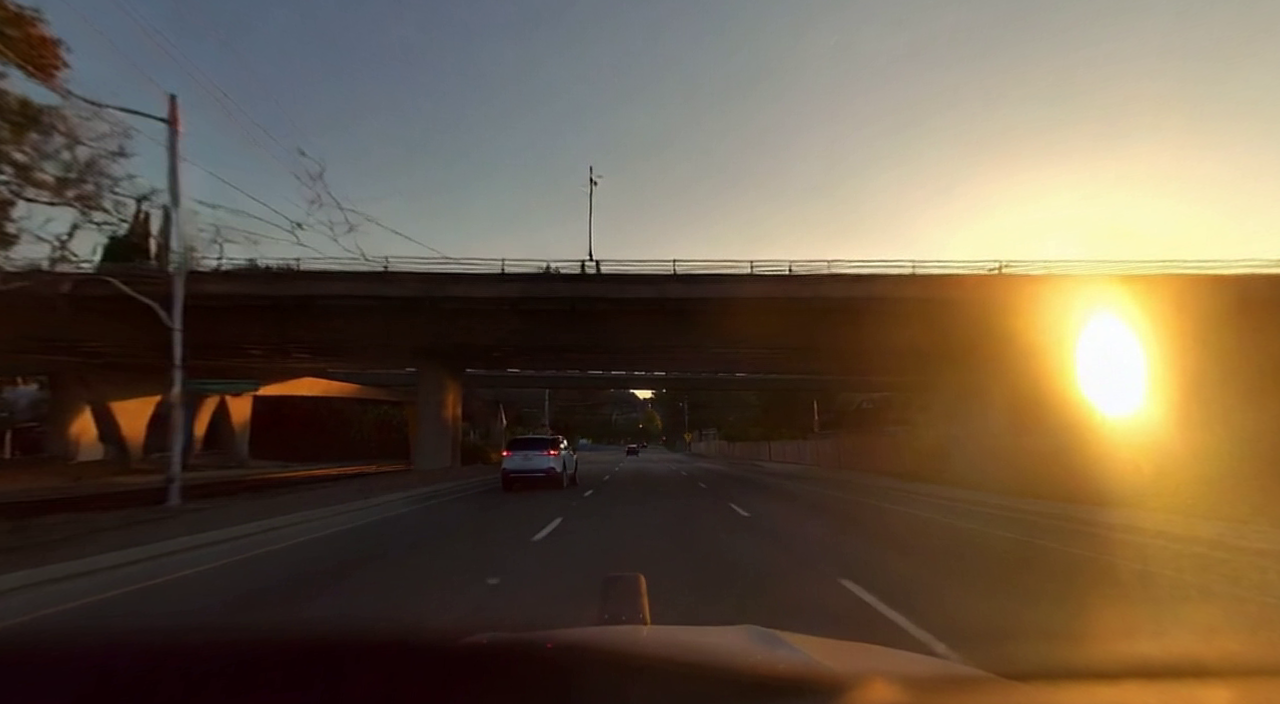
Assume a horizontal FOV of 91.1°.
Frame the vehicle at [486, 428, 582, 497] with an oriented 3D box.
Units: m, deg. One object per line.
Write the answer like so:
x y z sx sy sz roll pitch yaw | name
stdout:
-2.860 3.110 17.953 1.882 1.704 4.335 0 -9 2 | vehicle
